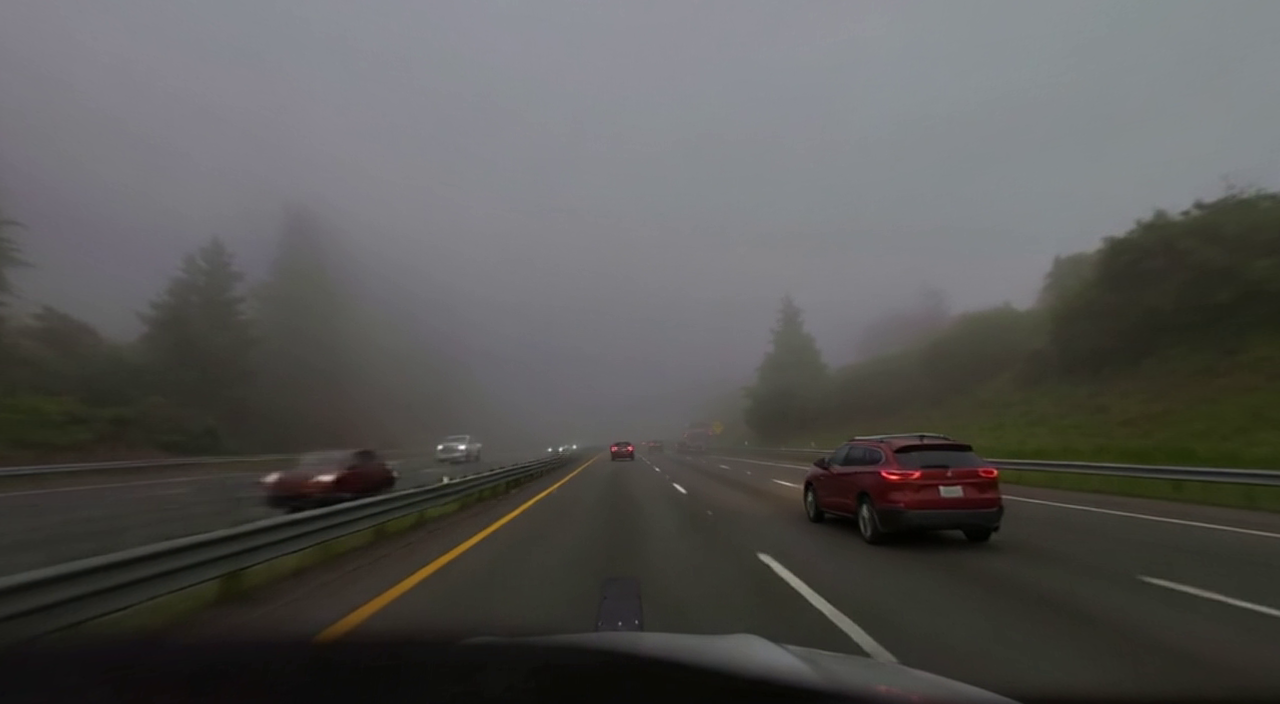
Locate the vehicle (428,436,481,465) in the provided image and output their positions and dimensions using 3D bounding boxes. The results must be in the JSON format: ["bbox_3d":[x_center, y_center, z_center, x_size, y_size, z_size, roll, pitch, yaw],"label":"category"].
[{"bbox_3d":[-12.854,6.800,43.945,2.210,1.908,5.012,0,-8,-1],"label":"vehicle"}]

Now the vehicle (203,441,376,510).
[{"bbox_3d":[-8.869,3.107,16.525,2.017,1.504,4.505,0,-8,-1],"label":"vehicle"}]

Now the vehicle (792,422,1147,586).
[{"bbox_3d":[3.641,1.729,8.260,1.961,1.495,4.743,0,-8,-2],"label":"vehicle"}]

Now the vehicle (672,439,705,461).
[{"bbox_3d":[3.525,7.186,46.411,1.995,1.556,3.893,0,-8,-2],"label":"vehicle"}]

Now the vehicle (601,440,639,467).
[{"bbox_3d":[-1.139,5.813,36.435,2.055,1.466,4.317,0,-8,-2],"label":"vehicle"}]
